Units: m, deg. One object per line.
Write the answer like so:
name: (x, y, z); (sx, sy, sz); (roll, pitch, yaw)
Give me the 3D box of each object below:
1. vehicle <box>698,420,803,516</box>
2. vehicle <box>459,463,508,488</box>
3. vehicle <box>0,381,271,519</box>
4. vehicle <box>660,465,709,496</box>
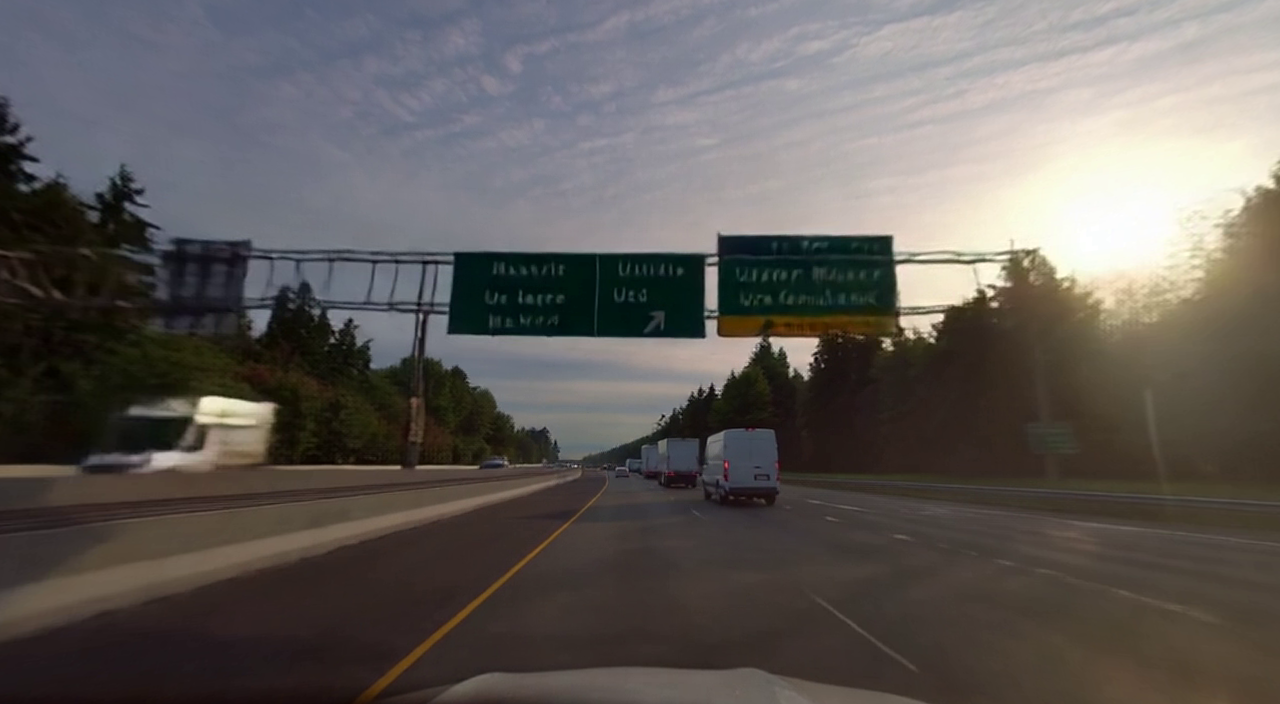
vehicle: (3.360, 3.747, 20.432); (2.291, 2.639, 5.280); (1, -10, -2)
vehicle: (-10.010, 7.920, 40.513); (1.912, 1.497, 4.625); (1, -10, 0)
vehicle: (-13.685, 2.785, 17.470); (2.623, 3.039, 6.703); (1, -10, 0)
vehicle: (2.261, 6.755, 33.281); (2.081, 1.453, 4.300); (1, -10, -3)
